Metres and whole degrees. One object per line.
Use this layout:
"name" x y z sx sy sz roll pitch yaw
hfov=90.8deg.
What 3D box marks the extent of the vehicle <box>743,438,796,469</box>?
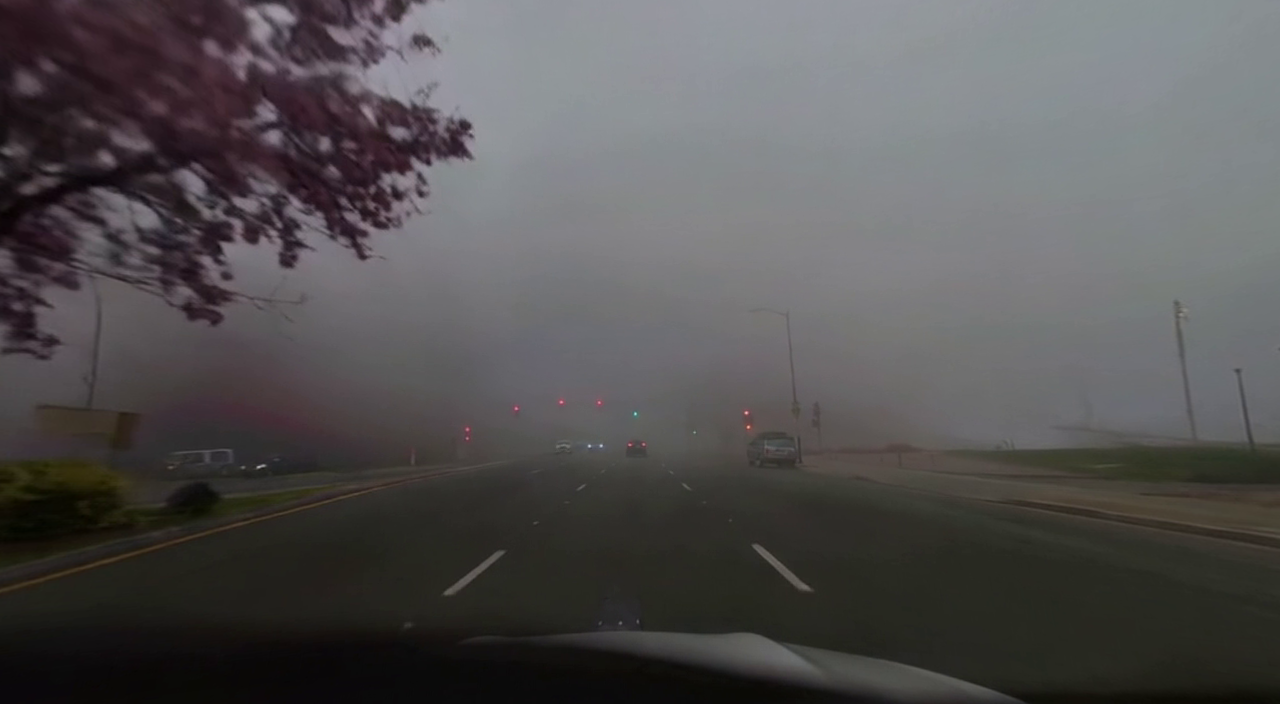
"vehicle" 7.124 5.616 35.095 1.933 1.580 4.162 0 -9 -2
